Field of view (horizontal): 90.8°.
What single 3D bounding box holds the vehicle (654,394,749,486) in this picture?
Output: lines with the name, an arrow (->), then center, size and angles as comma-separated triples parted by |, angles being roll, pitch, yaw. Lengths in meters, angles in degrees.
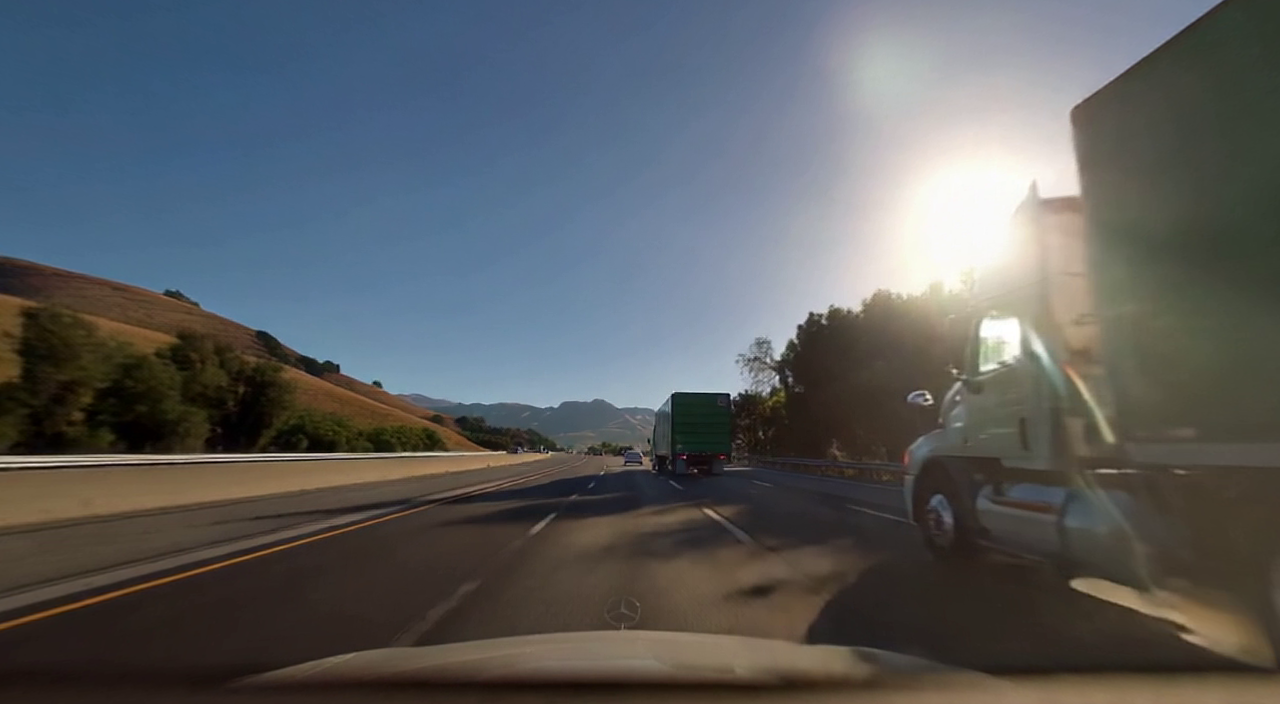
vehicle -> 2.966, 5.294, 37.054 | 3.462, 4.177, 16.311 | 0, -9, -2

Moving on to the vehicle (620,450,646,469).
vehicle -> -0.547, 8.457, 49.699 | 1.898, 1.438, 4.053 | 0, -9, 0
